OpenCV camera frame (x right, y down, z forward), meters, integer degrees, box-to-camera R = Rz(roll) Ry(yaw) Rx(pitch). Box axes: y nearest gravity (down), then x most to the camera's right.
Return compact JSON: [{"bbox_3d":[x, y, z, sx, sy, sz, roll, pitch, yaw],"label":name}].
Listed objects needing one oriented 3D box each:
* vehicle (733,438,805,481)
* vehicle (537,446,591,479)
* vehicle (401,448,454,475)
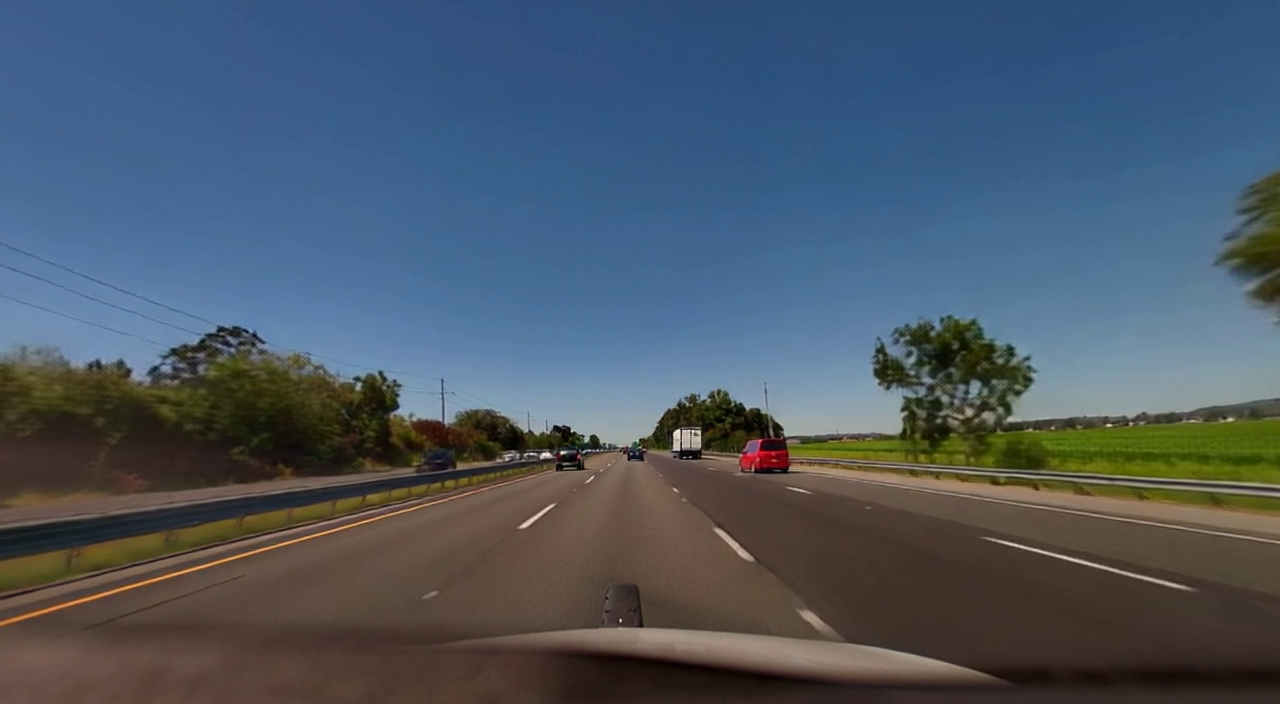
[{"bbox_3d":[5.356,4.551,26.777,2.069,1.625,4.832,0,-9,0],"label":"vehicle"},{"bbox_3d":[-3.755,5.555,31.930,2.160,1.530,4.500,0,-9,0],"label":"vehicle"},{"bbox_3d":[-13.861,7.137,41.234,1.965,1.601,4.189,0,-9,0],"label":"vehicle"}]
